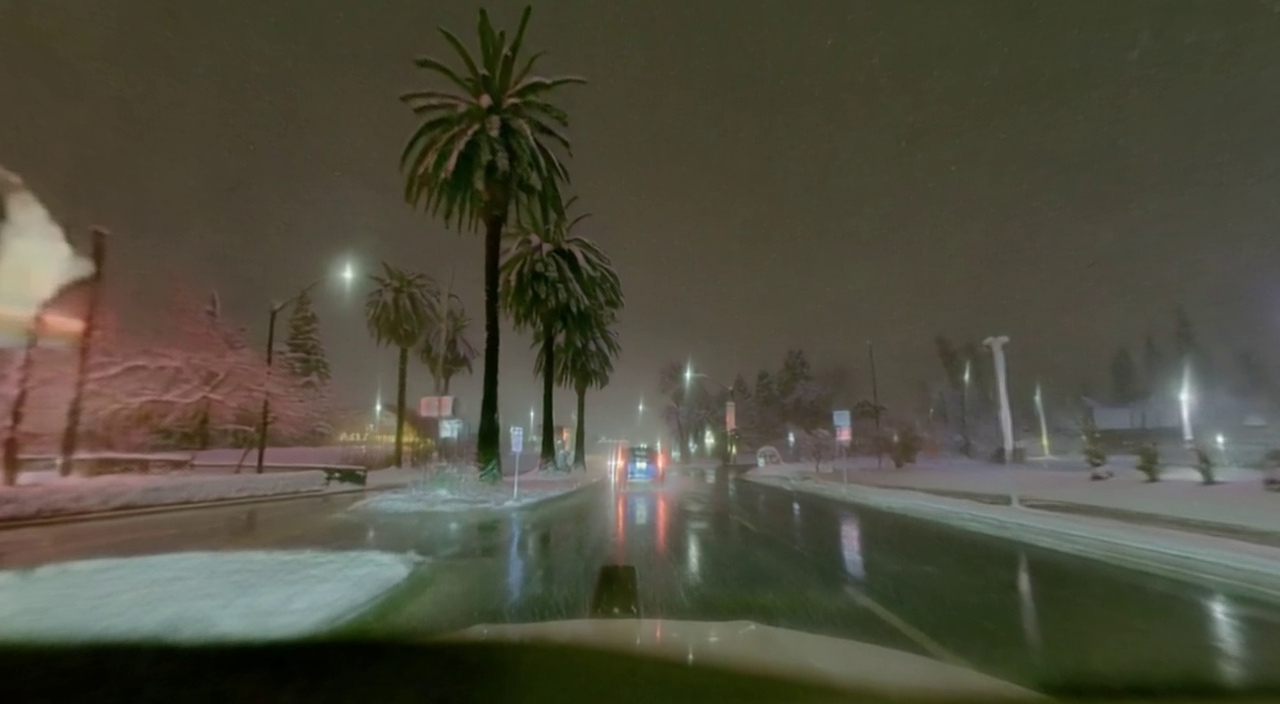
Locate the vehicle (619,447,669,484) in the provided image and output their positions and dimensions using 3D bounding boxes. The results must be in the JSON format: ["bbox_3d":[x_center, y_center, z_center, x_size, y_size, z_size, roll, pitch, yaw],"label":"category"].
[{"bbox_3d":[0.110,5.058,28.407,2.073,1.525,4.809,1,-9,-1],"label":"vehicle"}]

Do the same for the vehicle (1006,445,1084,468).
[{"bbox_3d":[29.968,7.727,46.861,4.377,1.633,1.834,0,-9,4],"label":"vehicle"}]

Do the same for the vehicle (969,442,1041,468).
[{"bbox_3d":[28.440,8.018,49.296,4.381,1.892,1.942,0,-9,1],"label":"vehicle"}]

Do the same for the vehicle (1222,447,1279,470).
[{"bbox_3d":[45.730,7.758,46.097,4.424,1.624,1.873,0,-9,2],"label":"vehicle"}]

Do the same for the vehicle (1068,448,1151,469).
[{"bbox_3d":[34.541,7.827,46.544,4.349,1.460,2.027,0,-10,4],"label":"vehicle"}]
